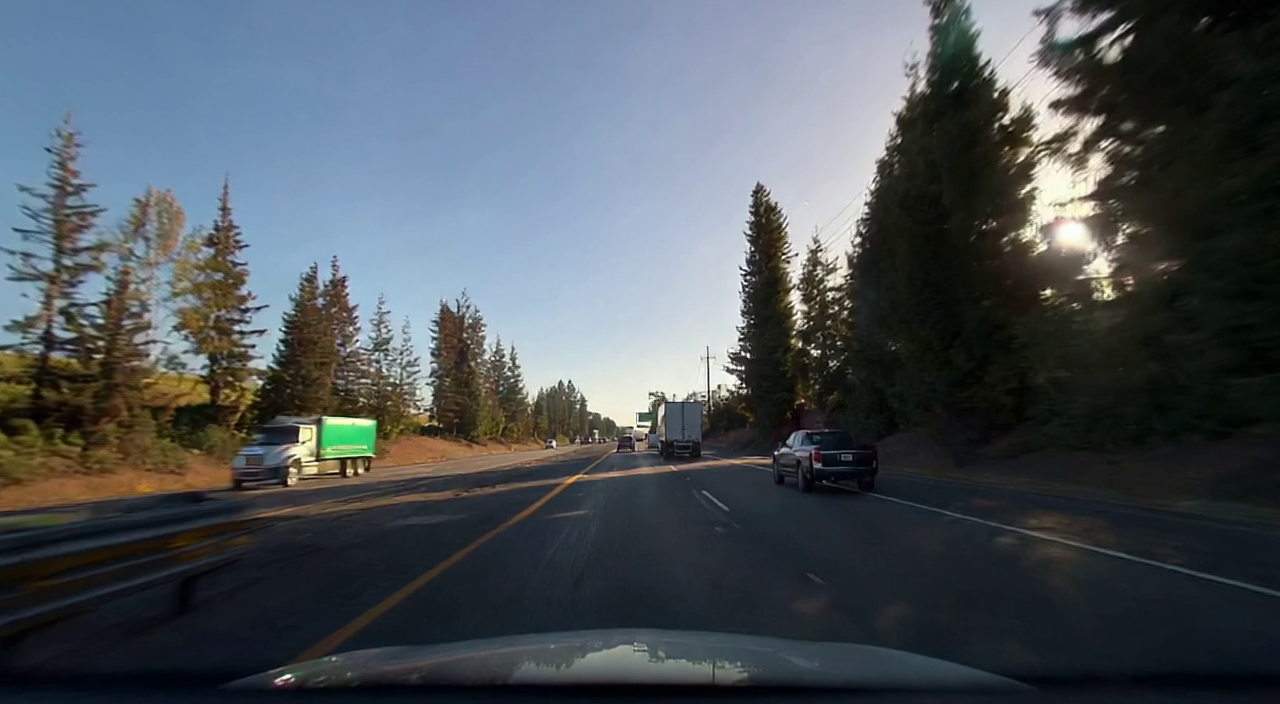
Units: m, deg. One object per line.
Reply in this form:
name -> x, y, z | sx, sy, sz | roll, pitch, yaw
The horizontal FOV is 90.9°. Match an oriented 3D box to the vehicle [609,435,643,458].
vehicle -> -0.937, 6.379, 42.891 | 2.163, 1.466, 3.693 | 0, -8, -1

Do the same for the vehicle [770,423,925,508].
vehicle -> 4.259, 2.360, 13.666 | 1.930, 1.573, 3.853 | 0, -8, -2

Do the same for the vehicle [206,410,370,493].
vehicle -> -12.819, 3.658, 23.806 | 2.299, 2.619, 6.919 | 0, -8, -1
